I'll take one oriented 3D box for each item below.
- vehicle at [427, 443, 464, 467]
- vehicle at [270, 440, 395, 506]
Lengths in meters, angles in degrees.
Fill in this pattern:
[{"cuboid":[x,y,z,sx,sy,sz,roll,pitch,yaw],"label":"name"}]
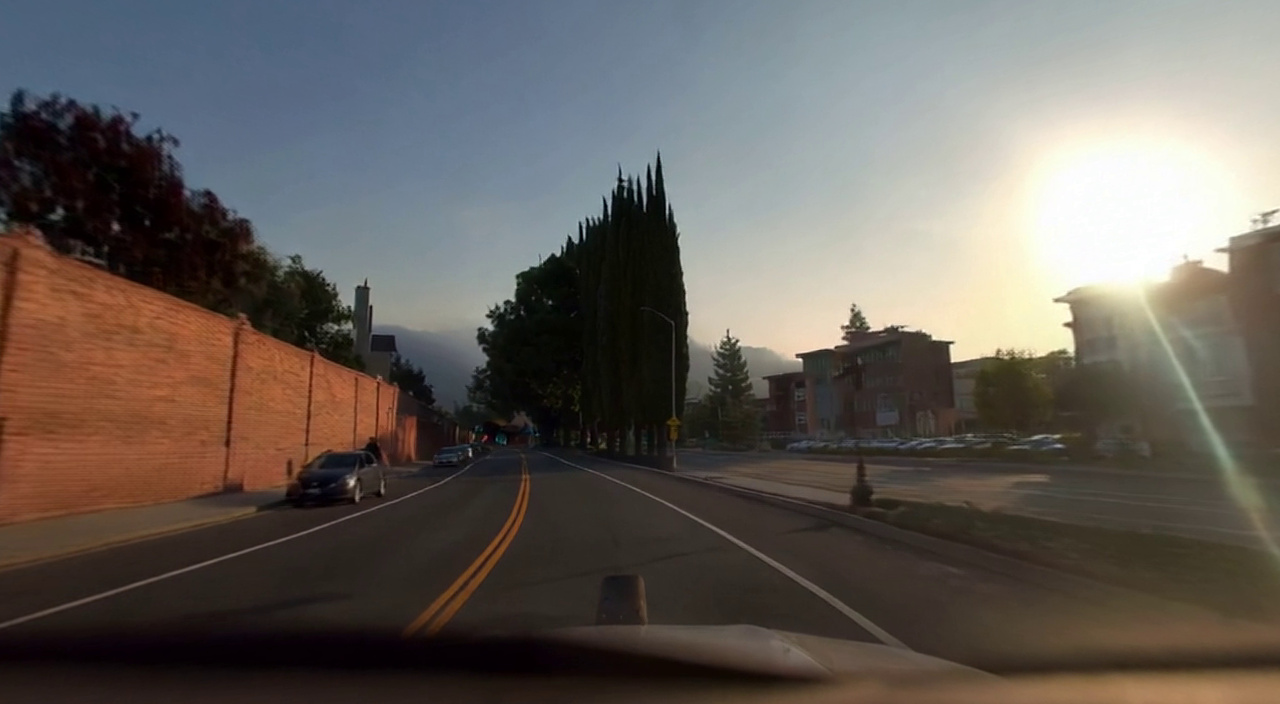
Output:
[{"cuboid":[-13.491,7.128,44.051,1.899,1.485,4.593,3,-8,-11],"label":"vehicle"},{"cuboid":[-8.171,3.208,17.276,1.877,1.507,4.363,3,-8,-10],"label":"vehicle"}]
